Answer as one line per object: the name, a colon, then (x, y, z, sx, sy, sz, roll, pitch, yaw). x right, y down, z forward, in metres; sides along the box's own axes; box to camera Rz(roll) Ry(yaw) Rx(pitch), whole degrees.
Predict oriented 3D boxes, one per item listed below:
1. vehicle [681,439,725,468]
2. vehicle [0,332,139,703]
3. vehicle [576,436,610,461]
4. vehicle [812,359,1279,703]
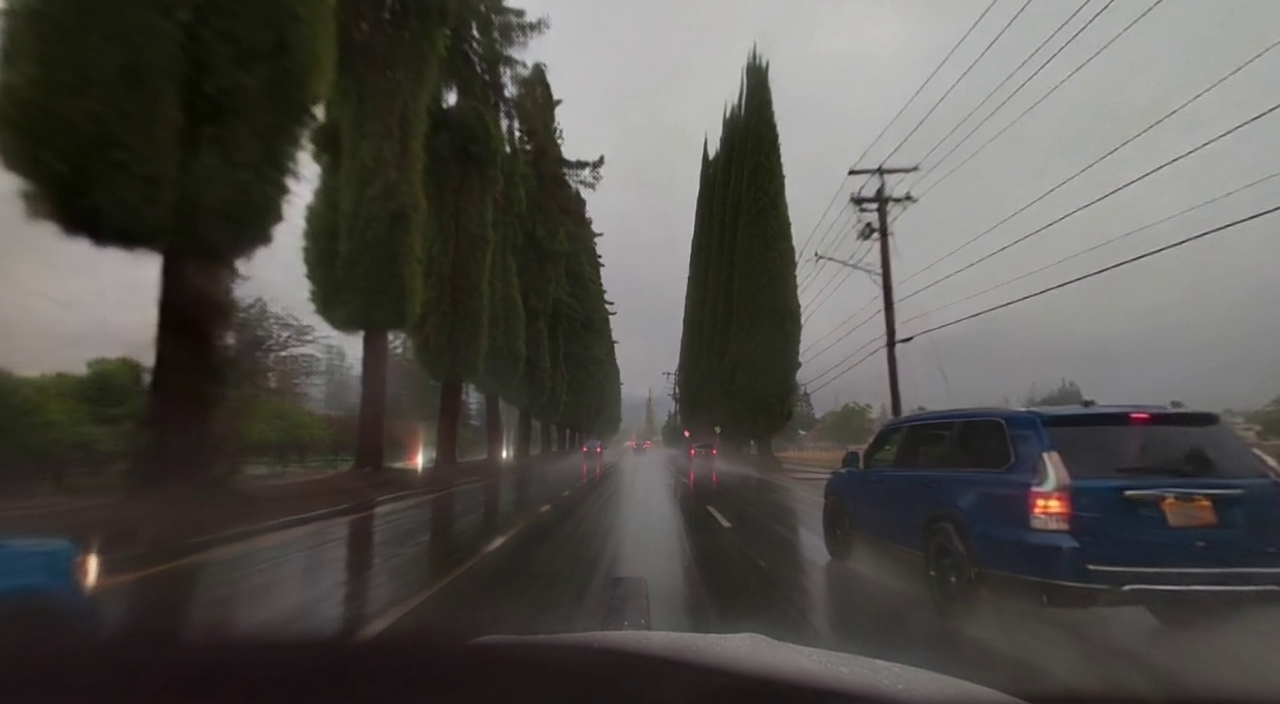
vehicle: (3.407, 5.577, 34.877, 1.906, 1.468, 4.422, 0, -8, 0)
vehicle: (-3.733, 0.581, 0.991, 2.104, 1.785, 4.494, 0, -8, 1)
vehicle: (-3.398, 7.104, 46.318, 2.066, 1.725, 4.241, 0, -8, 1)
vehicle: (3.233, 1.226, 5.484, 2.182, 1.744, 4.464, 0, -8, 0)
